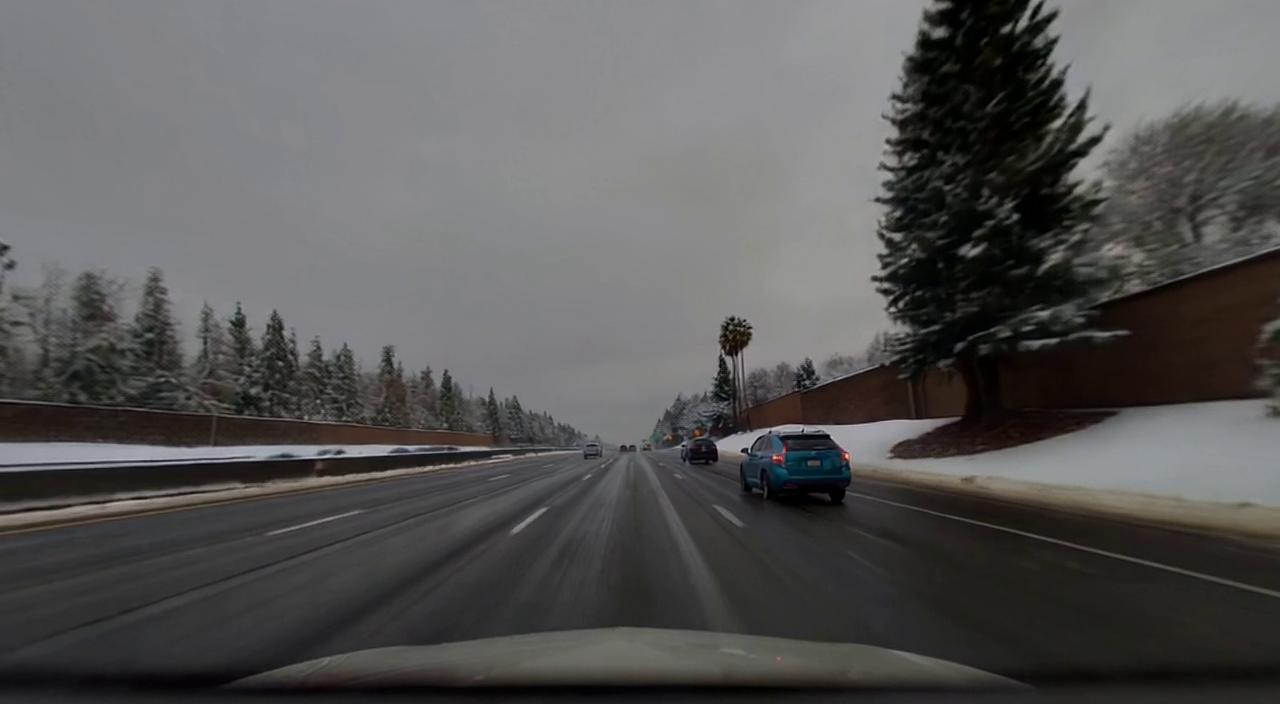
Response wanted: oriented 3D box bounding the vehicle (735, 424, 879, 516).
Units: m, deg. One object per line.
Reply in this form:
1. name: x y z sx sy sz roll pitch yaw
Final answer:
1. vehicle: 3.427 2.502 13.916 1.910 1.696 4.187 0 -8 -2

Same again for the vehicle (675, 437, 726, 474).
1. vehicle: 2.964 5.199 31.993 2.045 1.688 4.313 0 -8 -2
